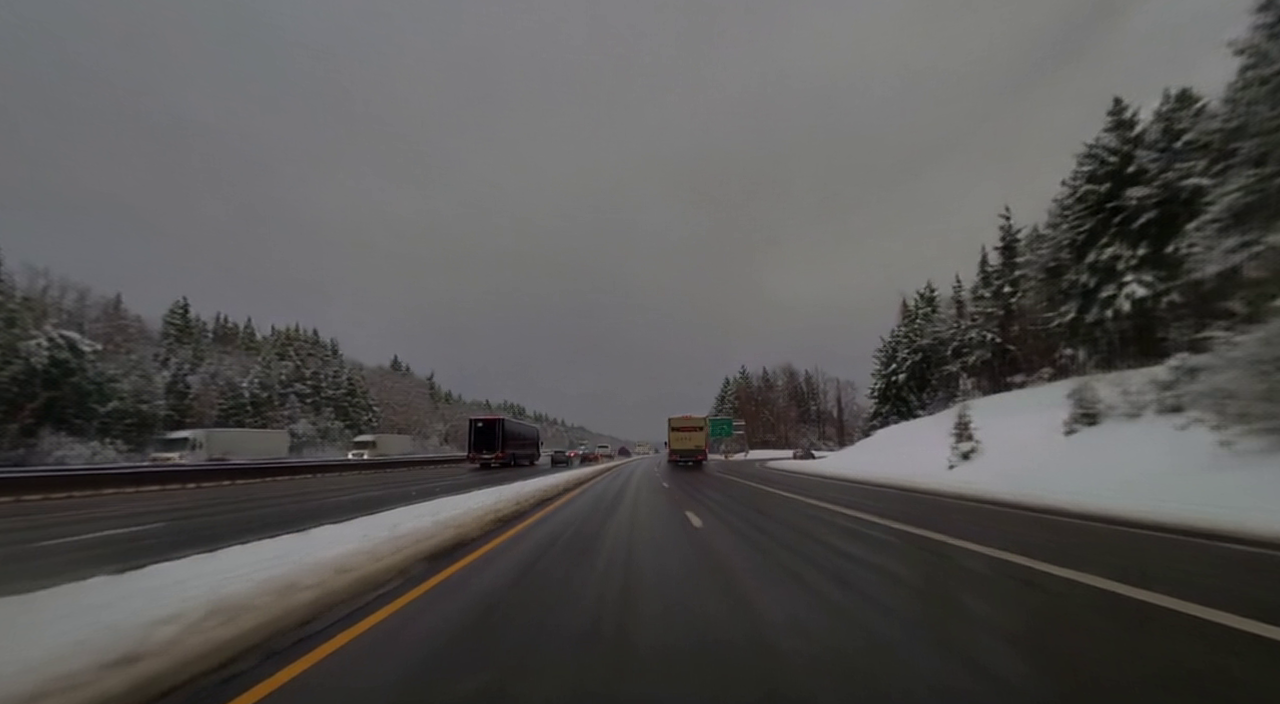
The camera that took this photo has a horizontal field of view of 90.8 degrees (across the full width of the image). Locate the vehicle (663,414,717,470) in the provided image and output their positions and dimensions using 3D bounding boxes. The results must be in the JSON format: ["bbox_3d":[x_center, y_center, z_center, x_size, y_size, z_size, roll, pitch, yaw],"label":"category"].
[{"bbox_3d":[3.476,6.895,47.692,2.928,3.595,13.975,0,-9,0],"label":"vehicle"}]
